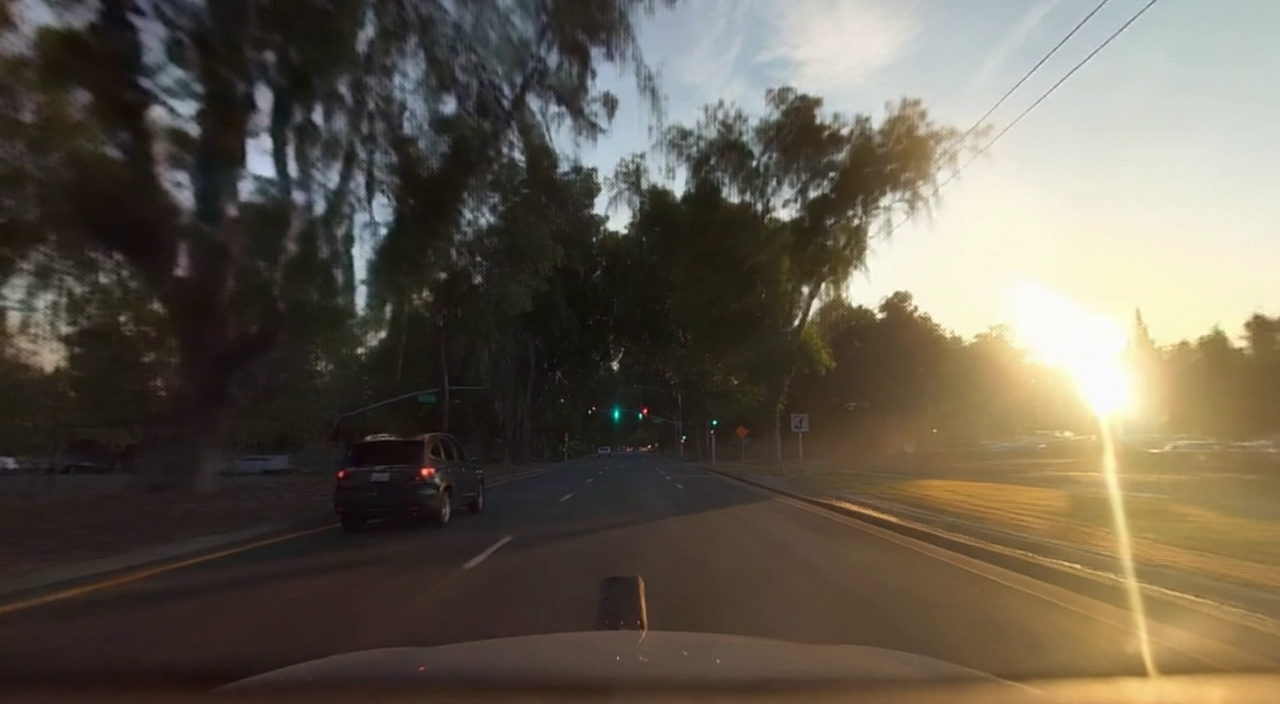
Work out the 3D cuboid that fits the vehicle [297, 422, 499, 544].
[{"bbox_3d":[-3.982,2.213,11.254,2.018,1.769,3.897,0,-9,0],"label":"vehicle"}]
